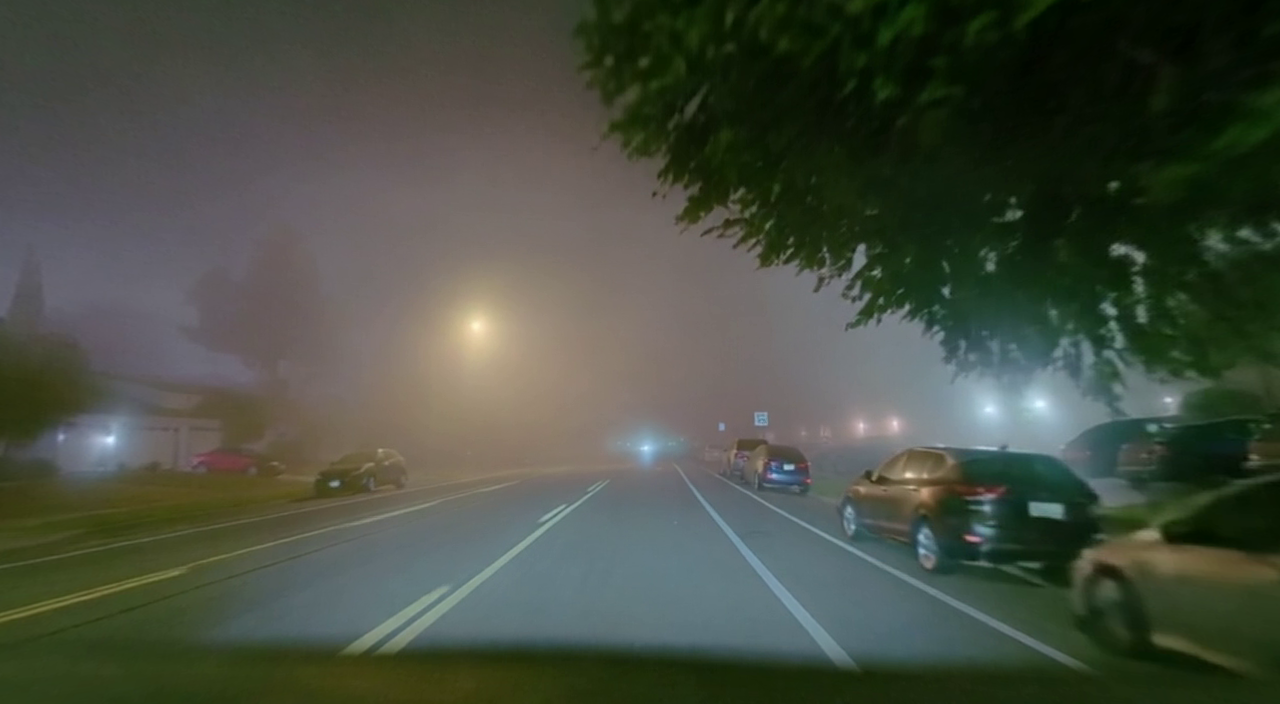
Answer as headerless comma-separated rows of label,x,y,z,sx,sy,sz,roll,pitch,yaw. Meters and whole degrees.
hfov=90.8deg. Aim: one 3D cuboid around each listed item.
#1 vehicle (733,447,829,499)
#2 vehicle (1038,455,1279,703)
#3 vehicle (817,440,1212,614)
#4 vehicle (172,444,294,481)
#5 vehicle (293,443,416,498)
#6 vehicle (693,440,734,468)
vehicle,4.398,3.853,20.602,2.087,1.454,4.914,0,-9,1
vehicle,4.043,1.181,2.696,1.911,1.395,4.362,0,-8,1
vehicle,3.949,1.891,7.905,2.137,1.515,4.534,0,-9,0
vehicle,-19.495,5.296,30.384,4.509,1.698,1.890,0,-9,2
vehicle,-10.357,4.348,23.498,2.093,1.767,5.120,-1,-10,1
vehicle,5.003,7.019,43.614,2.254,1.812,4.817,0,-9,0
